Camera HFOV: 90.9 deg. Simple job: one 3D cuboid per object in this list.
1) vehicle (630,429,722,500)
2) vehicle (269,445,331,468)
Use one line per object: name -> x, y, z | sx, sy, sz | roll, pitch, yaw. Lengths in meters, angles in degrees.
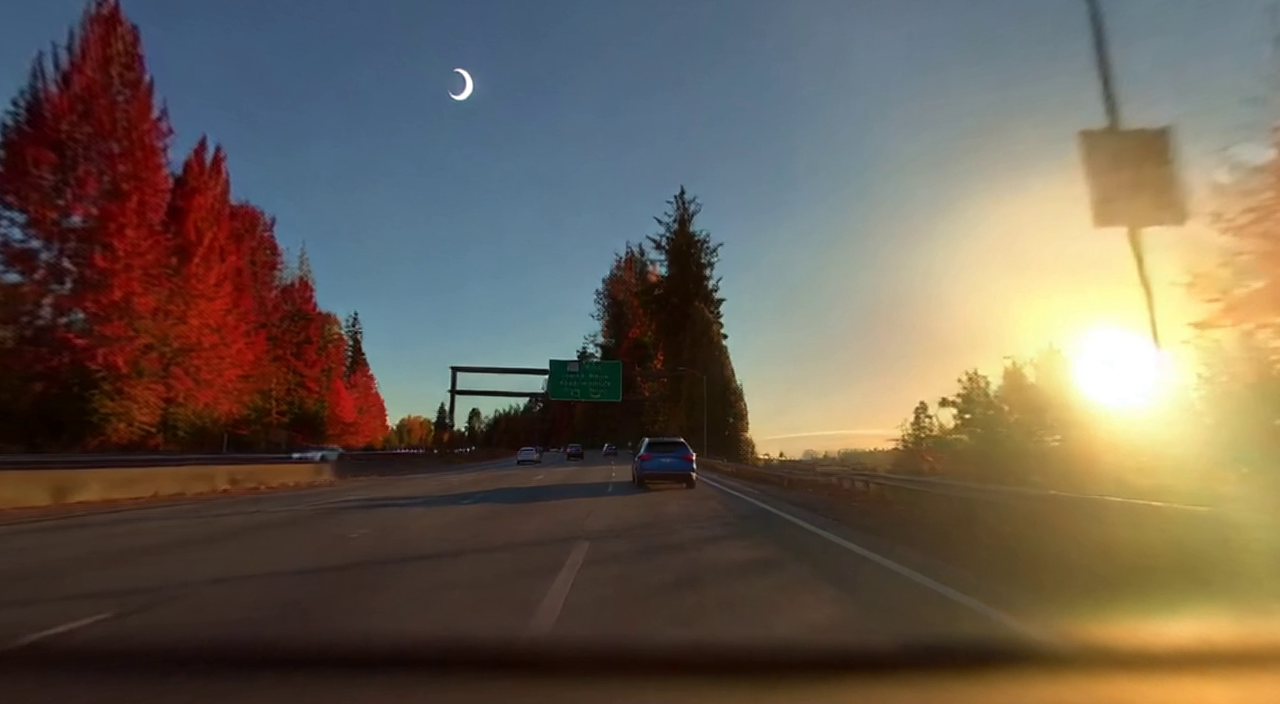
vehicle -> 0.853, 3.083, 17.651 | 2.120, 1.706, 4.226 | 0, -8, -3
vehicle -> -24.044, 7.402, 44.817 | 1.939, 1.519, 4.600 | 0, -8, -2
